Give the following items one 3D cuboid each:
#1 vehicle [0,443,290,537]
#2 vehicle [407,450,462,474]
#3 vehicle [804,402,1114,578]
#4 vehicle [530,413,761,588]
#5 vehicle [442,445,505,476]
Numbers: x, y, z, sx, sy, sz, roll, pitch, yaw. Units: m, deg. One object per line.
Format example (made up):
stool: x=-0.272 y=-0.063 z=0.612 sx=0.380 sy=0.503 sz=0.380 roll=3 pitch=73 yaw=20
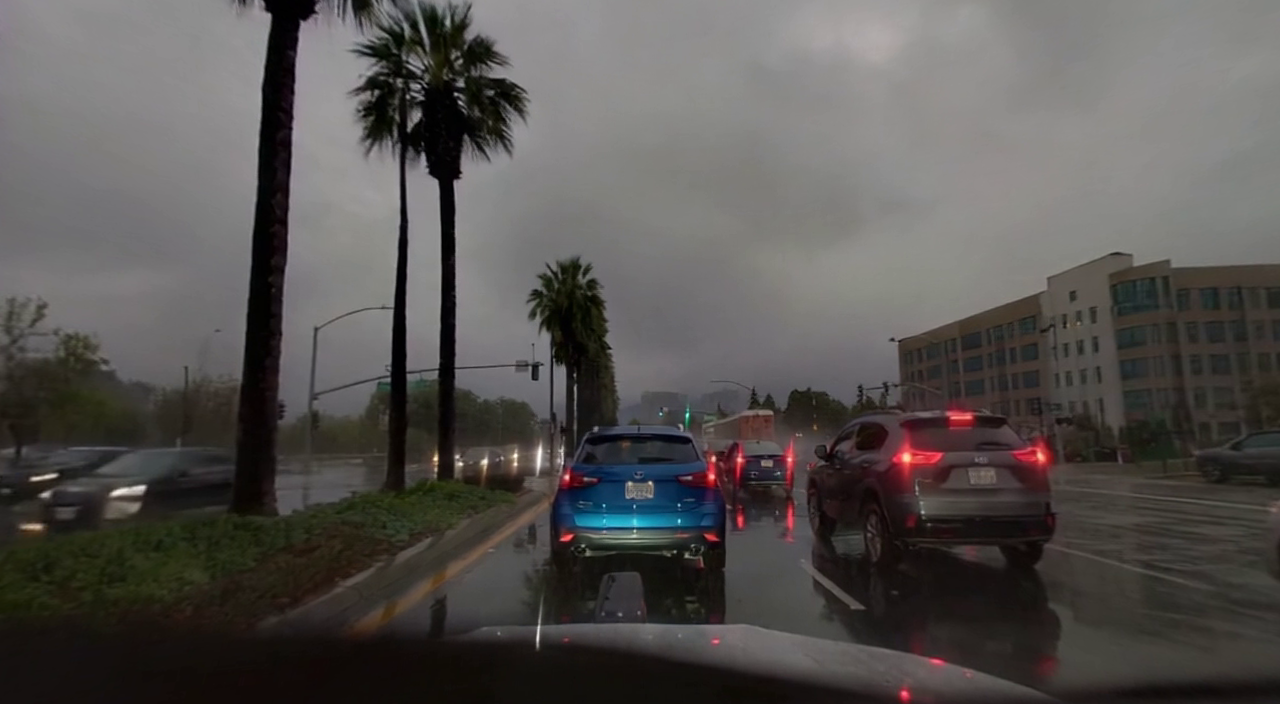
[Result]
vehicle: x=-9.165 y=2.517 z=12.225 sx=2.168 sy=1.462 sz=4.505 roll=0 pitch=-9 yaw=1
vehicle: x=-12.367 y=6.644 z=38.331 sx=1.946 sy=1.347 sz=4.021 roll=0 pitch=-9 yaw=1
vehicle: x=3.704 y=1.683 z=8.396 sx=1.947 sy=1.725 sz=4.159 roll=0 pitch=-9 yaw=1
vehicle: x=0.040 y=1.658 z=7.808 sx=2.083 sy=1.572 sz=4.021 roll=0 pitch=-9 yaw=0
vehicle: x=-8.576 y=5.606 z=32.969 sx=1.975 sy=1.478 sz=4.670 roll=0 pitch=-9 yaw=0
